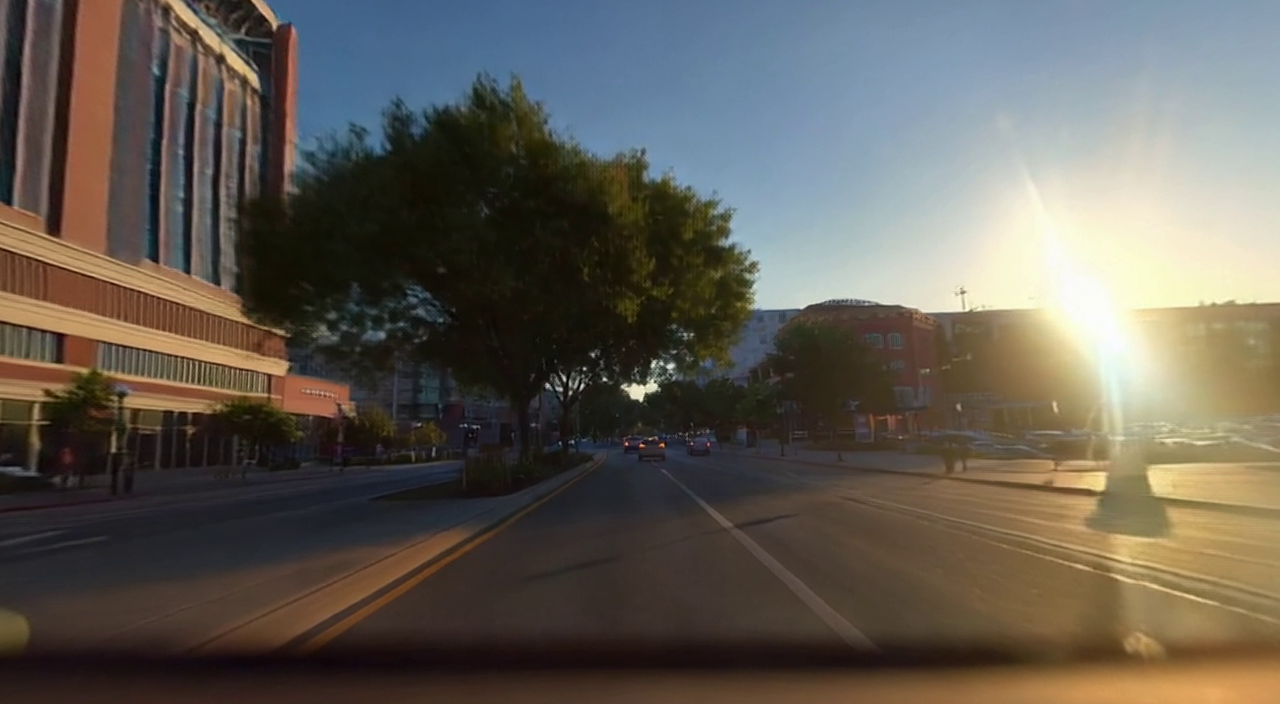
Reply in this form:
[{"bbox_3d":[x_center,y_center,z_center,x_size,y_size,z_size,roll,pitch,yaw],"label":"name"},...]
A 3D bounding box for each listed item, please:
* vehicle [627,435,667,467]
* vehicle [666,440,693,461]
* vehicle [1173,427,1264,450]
[{"bbox_3d":[0.400,5.530,35.429,2.100,1.683,4.231,0,-8,1],"label":"vehicle"},{"bbox_3d":[2.878,7.313,47.040,1.685,1.441,3.795,0,-8,-1],"label":"vehicle"},{"bbox_3d":[39.024,5.832,42.761,1.853,1.422,4.585,0,-7,0],"label":"vehicle"}]
